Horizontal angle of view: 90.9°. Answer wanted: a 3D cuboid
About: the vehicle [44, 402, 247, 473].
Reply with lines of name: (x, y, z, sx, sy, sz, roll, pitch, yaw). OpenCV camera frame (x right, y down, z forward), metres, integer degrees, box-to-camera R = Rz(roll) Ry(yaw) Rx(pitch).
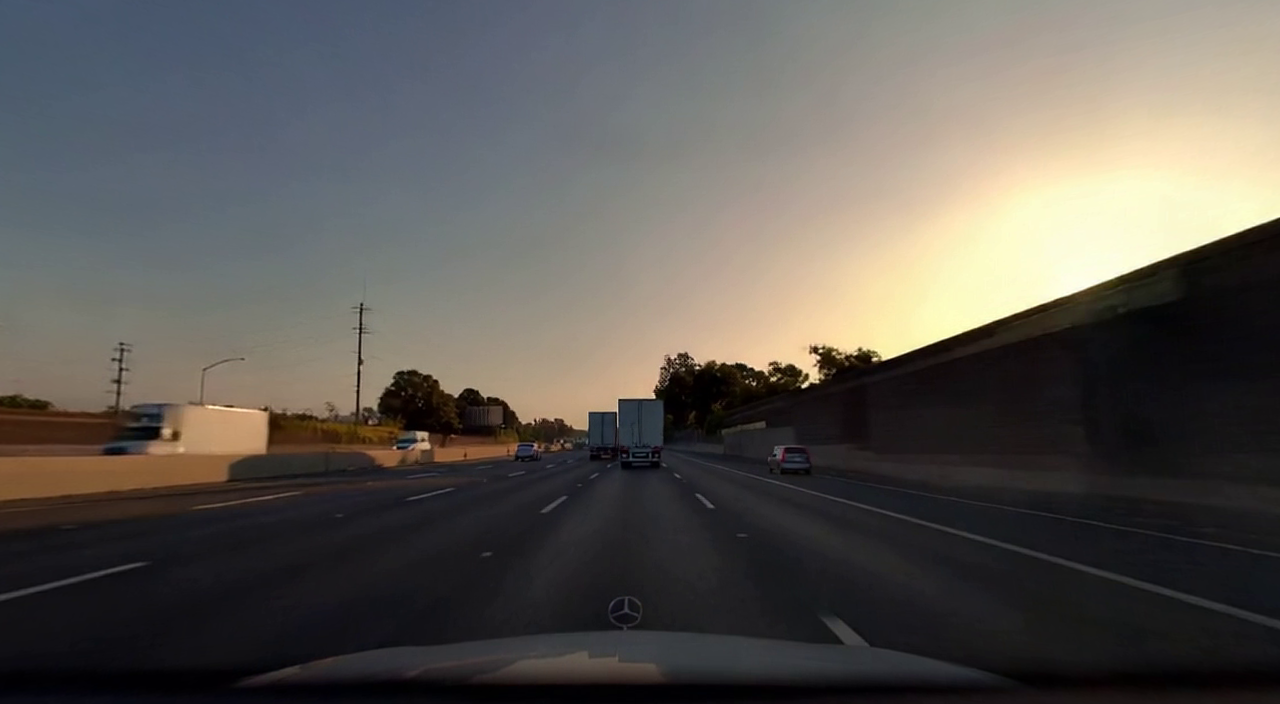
vehicle: (-19.022, 3.406, 24.966, 2.825, 2.420, 6.603, 0, -8, -2)

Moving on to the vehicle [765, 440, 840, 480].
vehicle: (6.803, 4.566, 26.968, 1.969, 1.560, 4.394, 0, -8, -1)

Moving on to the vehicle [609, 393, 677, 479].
vehicle: (0.045, 4.534, 35.420, 3.054, 3.944, 11.230, -2, -6, -1)

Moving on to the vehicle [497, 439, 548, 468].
vehicle: (-6.795, 5.919, 36.976, 1.992, 1.547, 4.673, 0, -8, 1)
